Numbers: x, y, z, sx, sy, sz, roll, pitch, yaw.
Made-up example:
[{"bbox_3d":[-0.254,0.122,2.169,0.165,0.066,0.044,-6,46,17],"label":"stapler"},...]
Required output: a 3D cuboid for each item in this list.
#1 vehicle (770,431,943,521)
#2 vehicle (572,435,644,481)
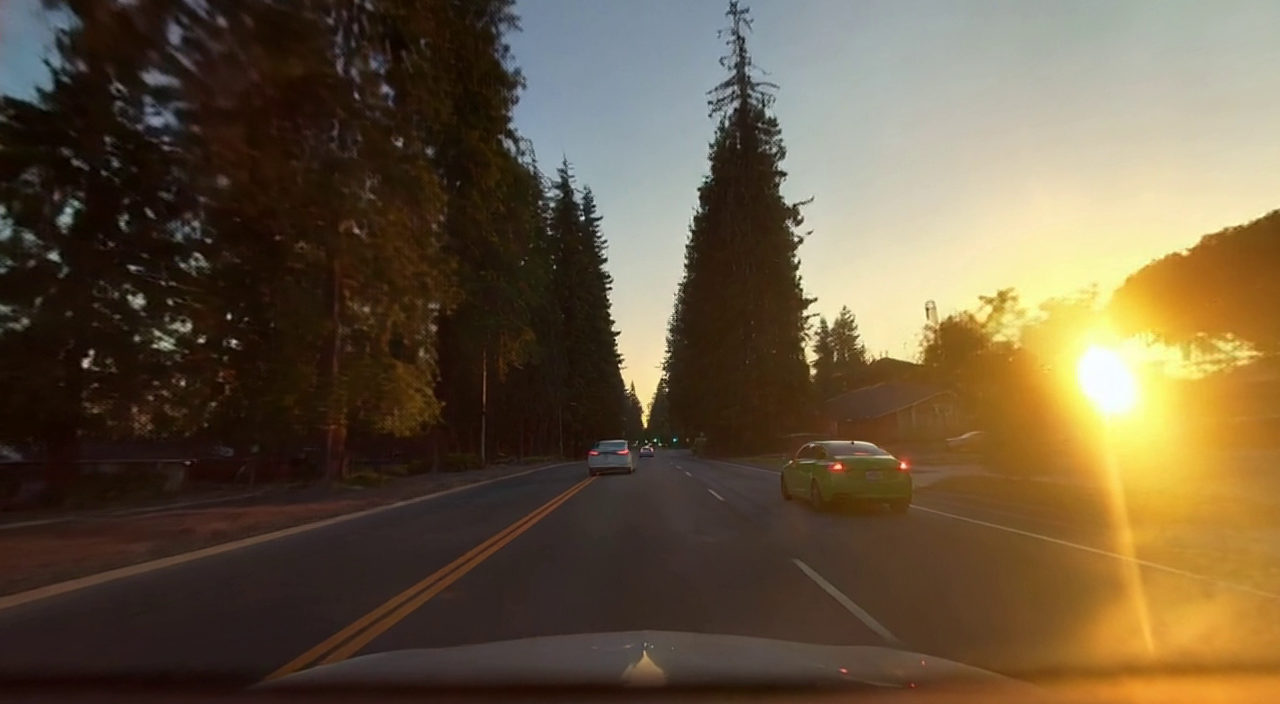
[{"bbox_3d":[4.174,2.424,13.056,1.943,1.471,4.515,-1,-8,0],"label":"vehicle"},{"bbox_3d":[-1.084,3.967,23.974,2.206,1.525,4.695,-2,-8,3],"label":"vehicle"}]
